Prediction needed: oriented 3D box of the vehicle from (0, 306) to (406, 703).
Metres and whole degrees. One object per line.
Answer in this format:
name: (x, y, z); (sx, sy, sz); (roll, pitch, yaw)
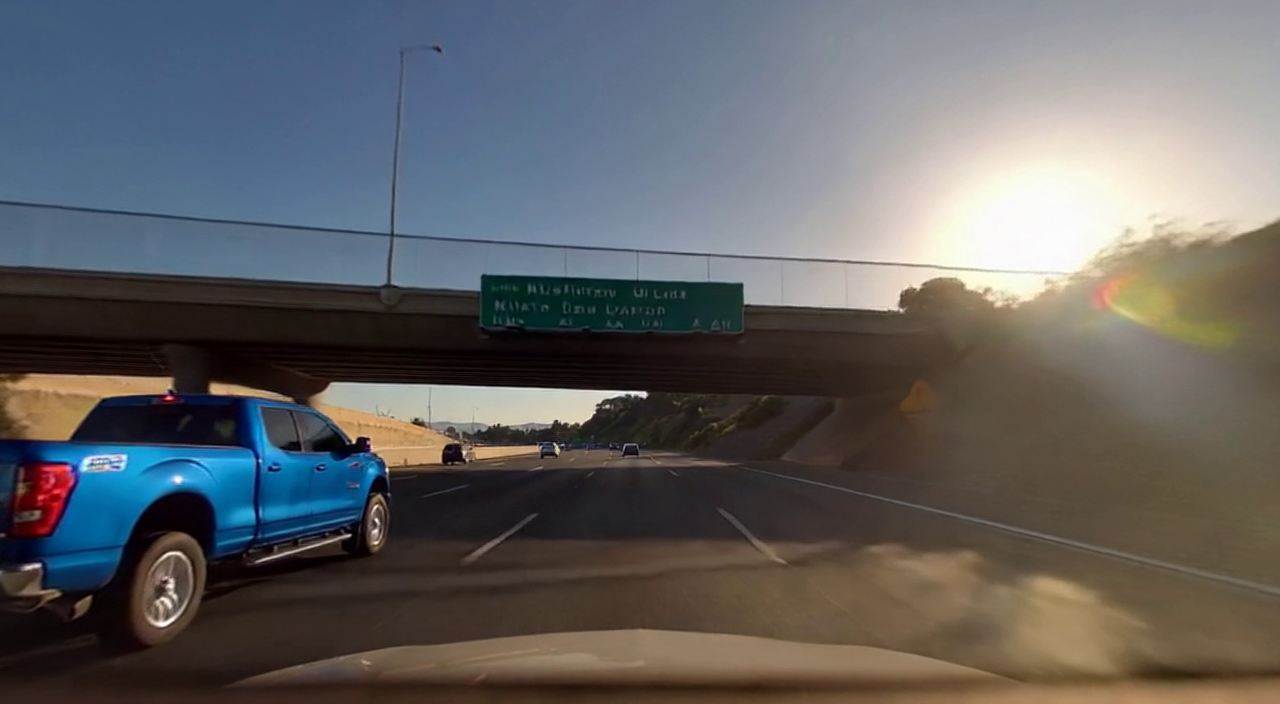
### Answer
vehicle: (-4.359, 1.118, 5.372); (2.339, 2.004, 6.171); (0, -8, 0)

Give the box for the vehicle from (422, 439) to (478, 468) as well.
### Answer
vehicle: (-11.729, 6.294, 39.169); (2.106, 1.692, 4.458); (0, -8, -1)
